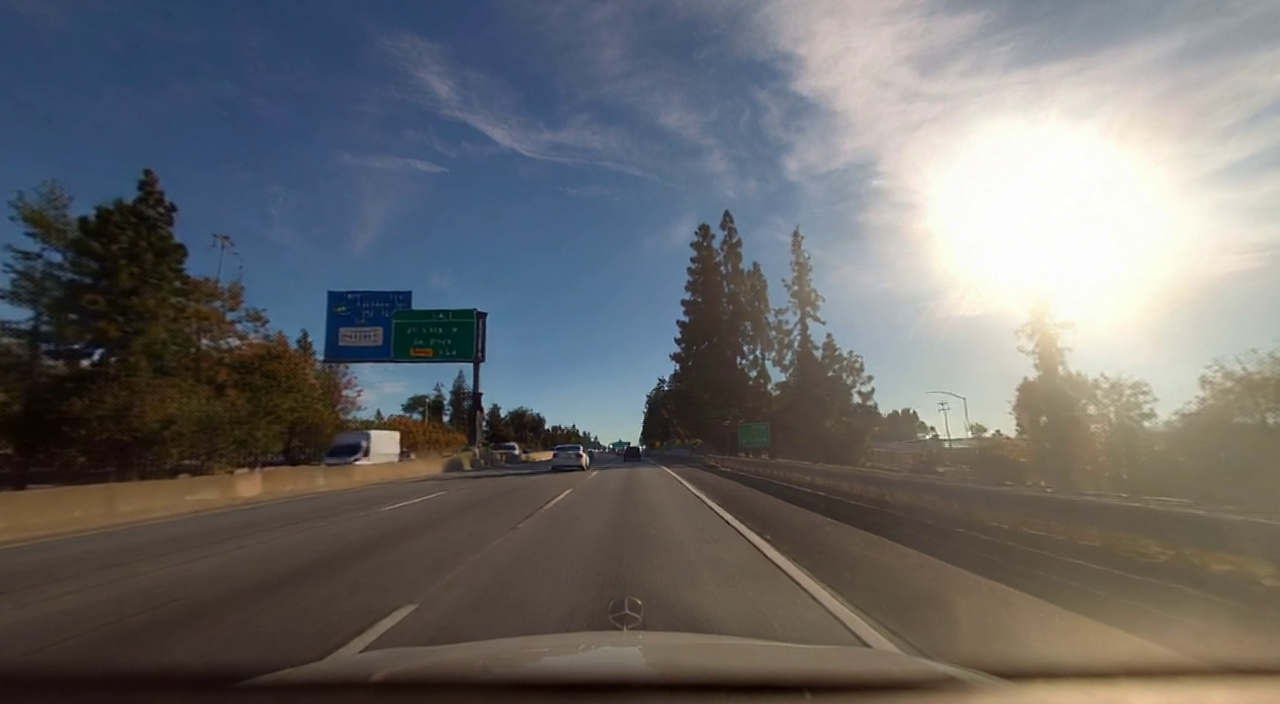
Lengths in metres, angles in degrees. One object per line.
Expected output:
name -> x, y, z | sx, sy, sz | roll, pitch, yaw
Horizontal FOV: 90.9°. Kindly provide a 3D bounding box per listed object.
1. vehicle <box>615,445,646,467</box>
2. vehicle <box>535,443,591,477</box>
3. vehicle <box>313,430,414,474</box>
vehicle -> -0.688, 7.496, 45.530 | 2.100, 1.471, 3.956 | 0, -8, -1
vehicle -> -3.665, 5.231, 30.895 | 2.067, 1.509, 4.551 | 0, -8, 1
vehicle -> -13.510, 4.911, 31.328 | 2.420, 1.961, 5.675 | 0, -8, 0
